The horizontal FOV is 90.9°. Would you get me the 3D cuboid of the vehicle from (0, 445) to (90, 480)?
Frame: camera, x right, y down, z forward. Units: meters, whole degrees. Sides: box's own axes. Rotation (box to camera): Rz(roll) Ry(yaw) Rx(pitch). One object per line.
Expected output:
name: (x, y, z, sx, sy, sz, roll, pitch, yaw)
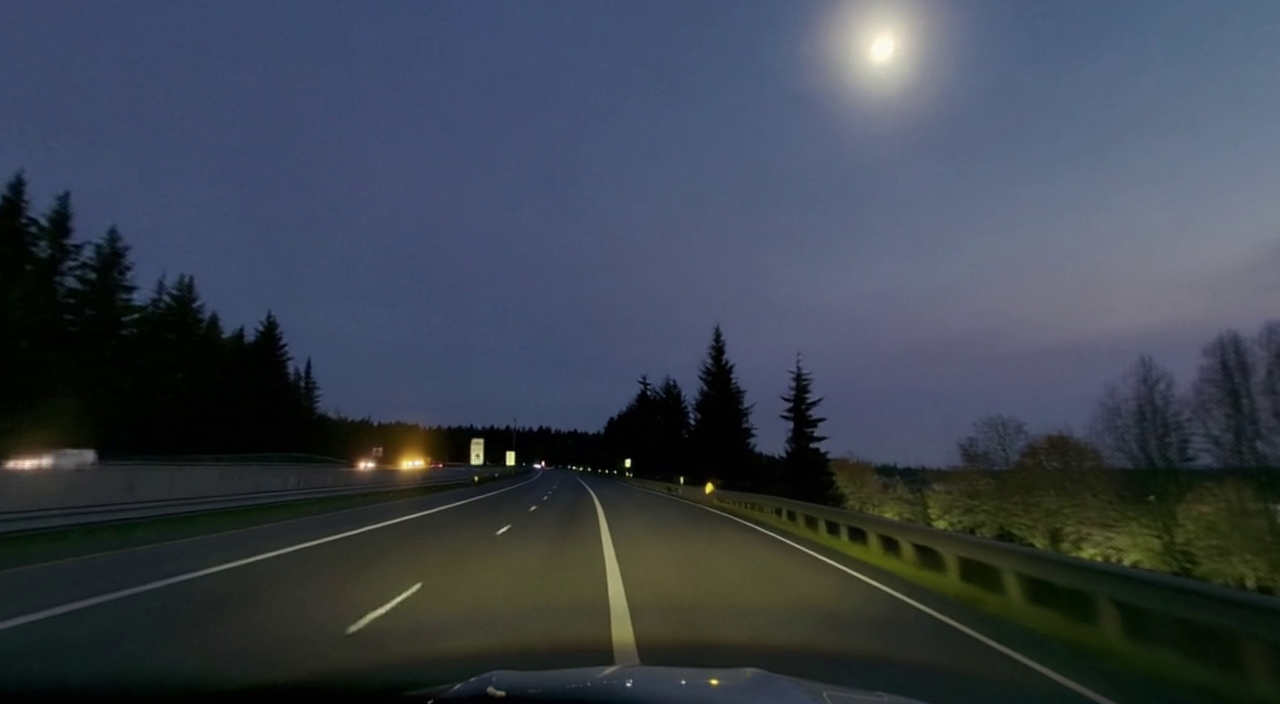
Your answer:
vehicle: (-31.763, 5.791, 32.911, 1.936, 1.701, 4.864, 2, -11, -6)
